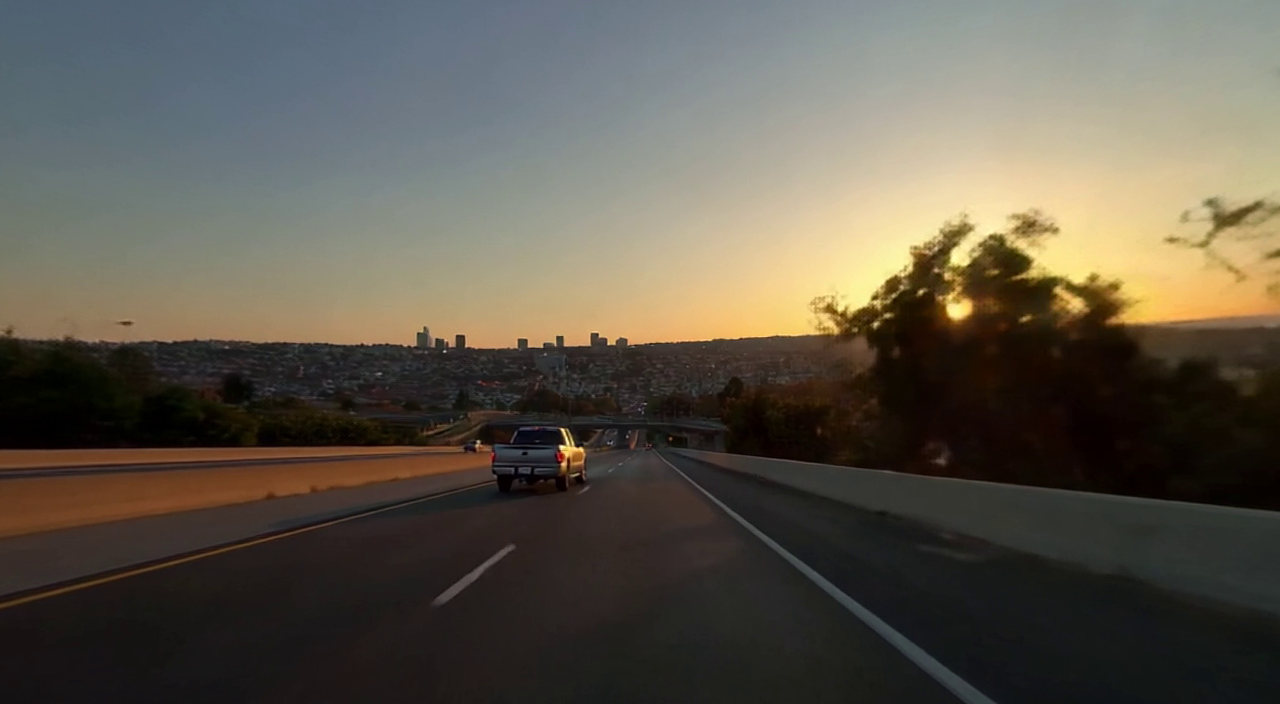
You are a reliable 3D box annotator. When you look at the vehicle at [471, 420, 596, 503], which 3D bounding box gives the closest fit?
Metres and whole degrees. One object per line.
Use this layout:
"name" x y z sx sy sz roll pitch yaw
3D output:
"vehicle" -2.678 2.973 17.577 2.350 1.932 5.562 -1 -8 2
